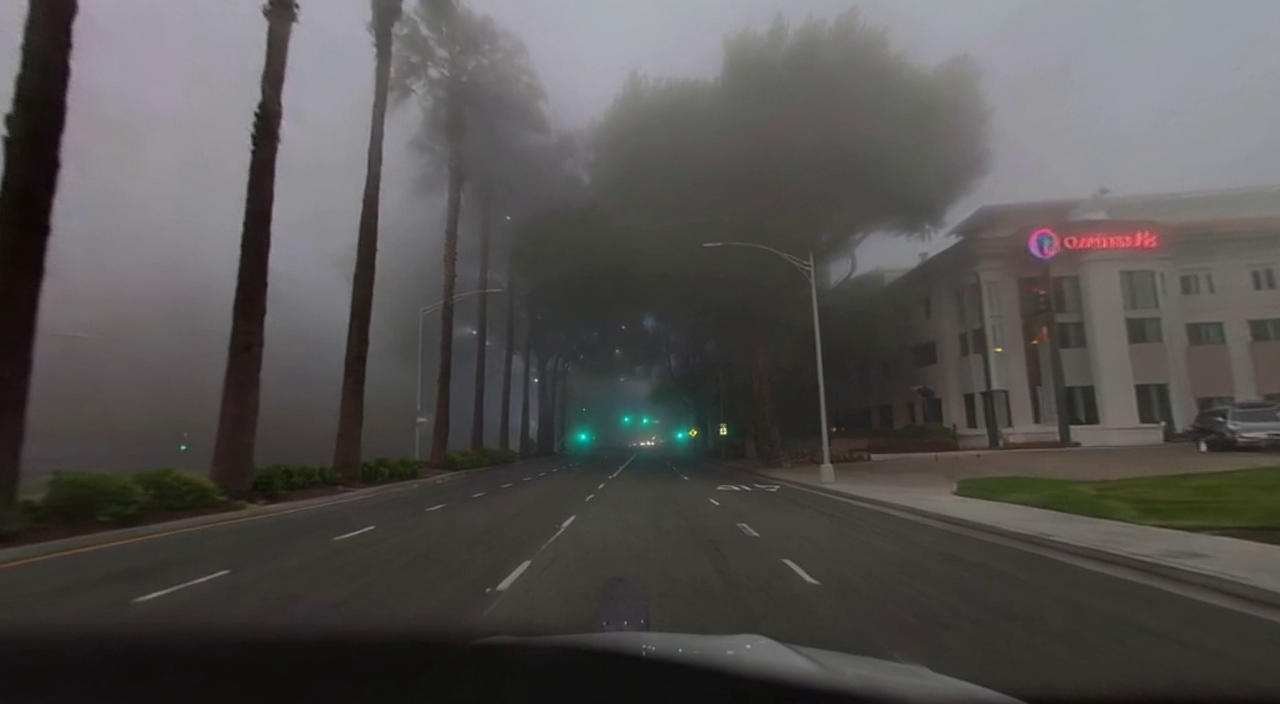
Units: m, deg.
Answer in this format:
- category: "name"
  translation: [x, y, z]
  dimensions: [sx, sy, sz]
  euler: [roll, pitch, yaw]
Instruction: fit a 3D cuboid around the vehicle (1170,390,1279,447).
- category: "vehicle"
  translation: [21.611, 2.323, 21.516]
  dimensions: [2.222, 1.818, 5.099]
  euler: [1, -8, -6]
